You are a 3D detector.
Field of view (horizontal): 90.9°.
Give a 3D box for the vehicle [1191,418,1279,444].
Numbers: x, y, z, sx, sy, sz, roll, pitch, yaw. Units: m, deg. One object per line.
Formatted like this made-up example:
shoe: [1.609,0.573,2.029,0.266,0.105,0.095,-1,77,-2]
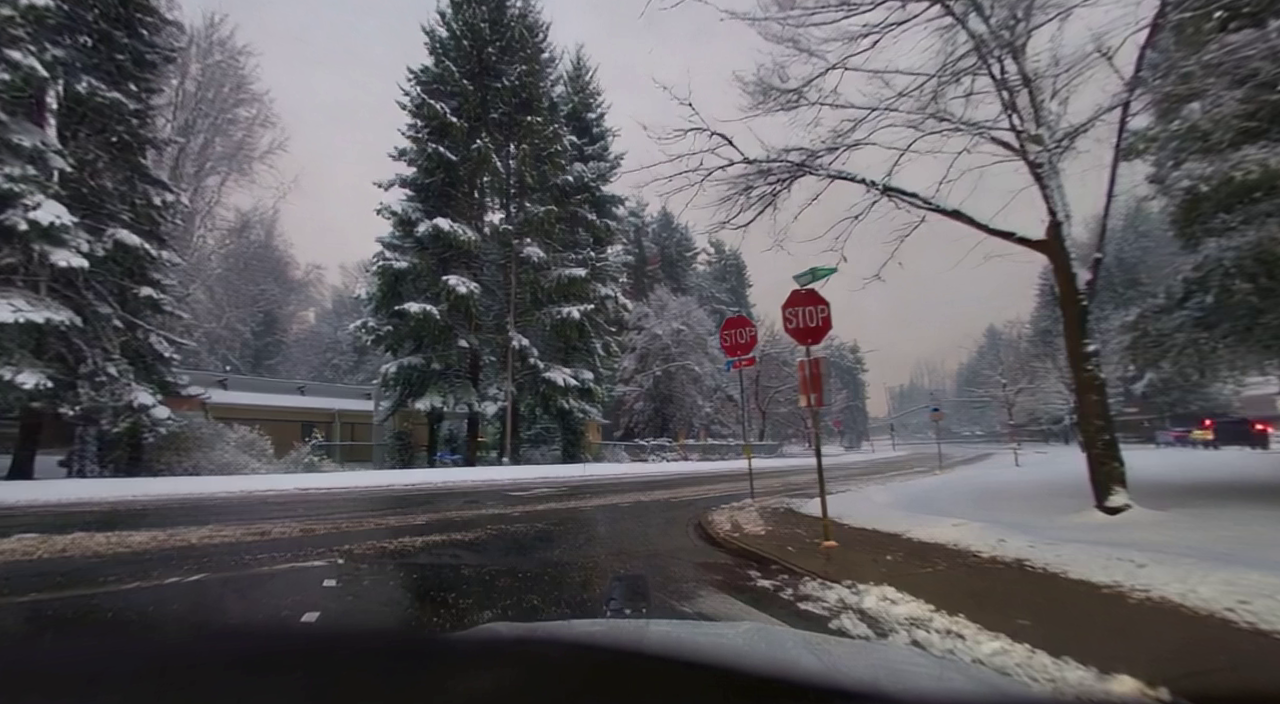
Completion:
vehicle: [42.754,5.626,44.763,5.199,1.776,1.986,-1,-8,3]
